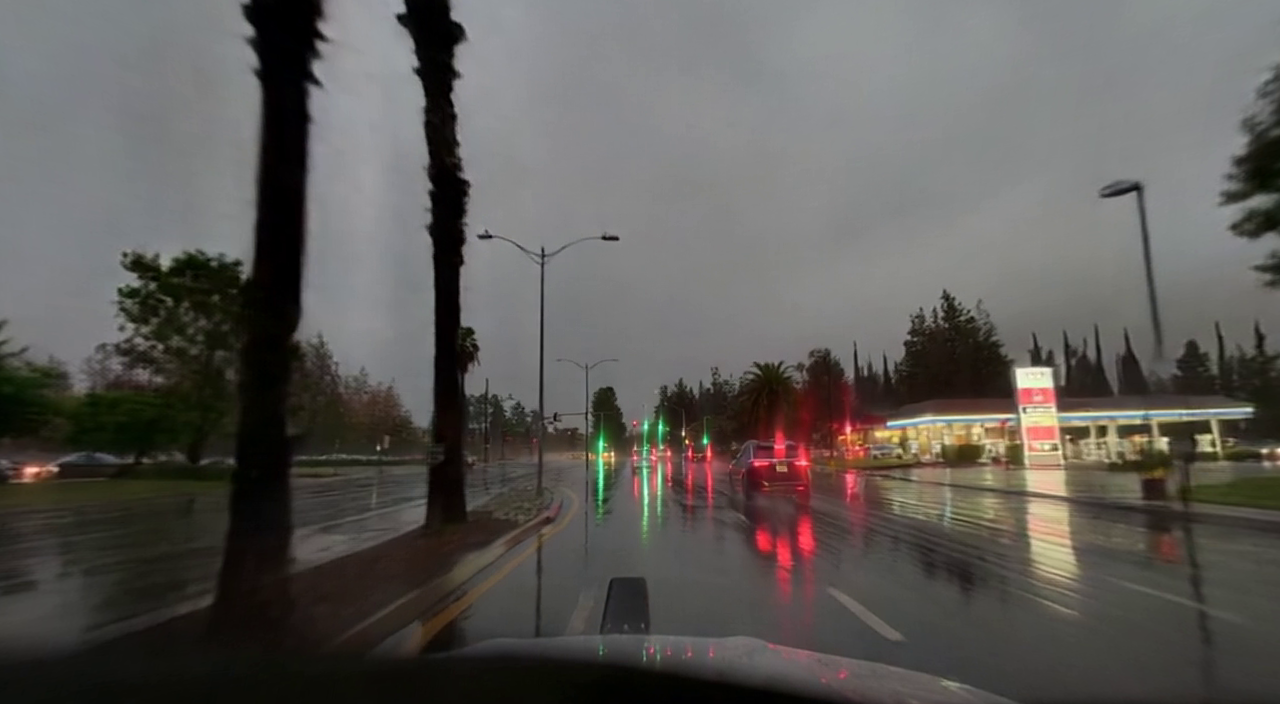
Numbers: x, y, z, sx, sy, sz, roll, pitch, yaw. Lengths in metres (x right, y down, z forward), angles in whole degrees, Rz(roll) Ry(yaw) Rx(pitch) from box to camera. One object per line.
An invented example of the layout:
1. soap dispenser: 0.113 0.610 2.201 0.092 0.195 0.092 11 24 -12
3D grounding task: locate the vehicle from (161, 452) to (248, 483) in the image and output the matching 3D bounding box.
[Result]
1. vehicle: -25.447 6.716 36.920 1.867 1.699 3.782 -9 -12 43

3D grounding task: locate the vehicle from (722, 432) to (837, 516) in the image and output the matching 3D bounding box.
1. vehicle: 3.231 2.907 15.473 1.872 1.752 3.896 0 -9 -1

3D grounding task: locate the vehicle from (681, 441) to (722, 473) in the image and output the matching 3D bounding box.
1. vehicle: 3.932 6.803 41.079 2.154 1.975 4.634 0 -9 -1

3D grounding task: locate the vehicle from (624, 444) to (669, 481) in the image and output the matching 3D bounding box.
1. vehicle: 0.289 5.241 30.170 1.991 1.664 3.814 0 -9 0
